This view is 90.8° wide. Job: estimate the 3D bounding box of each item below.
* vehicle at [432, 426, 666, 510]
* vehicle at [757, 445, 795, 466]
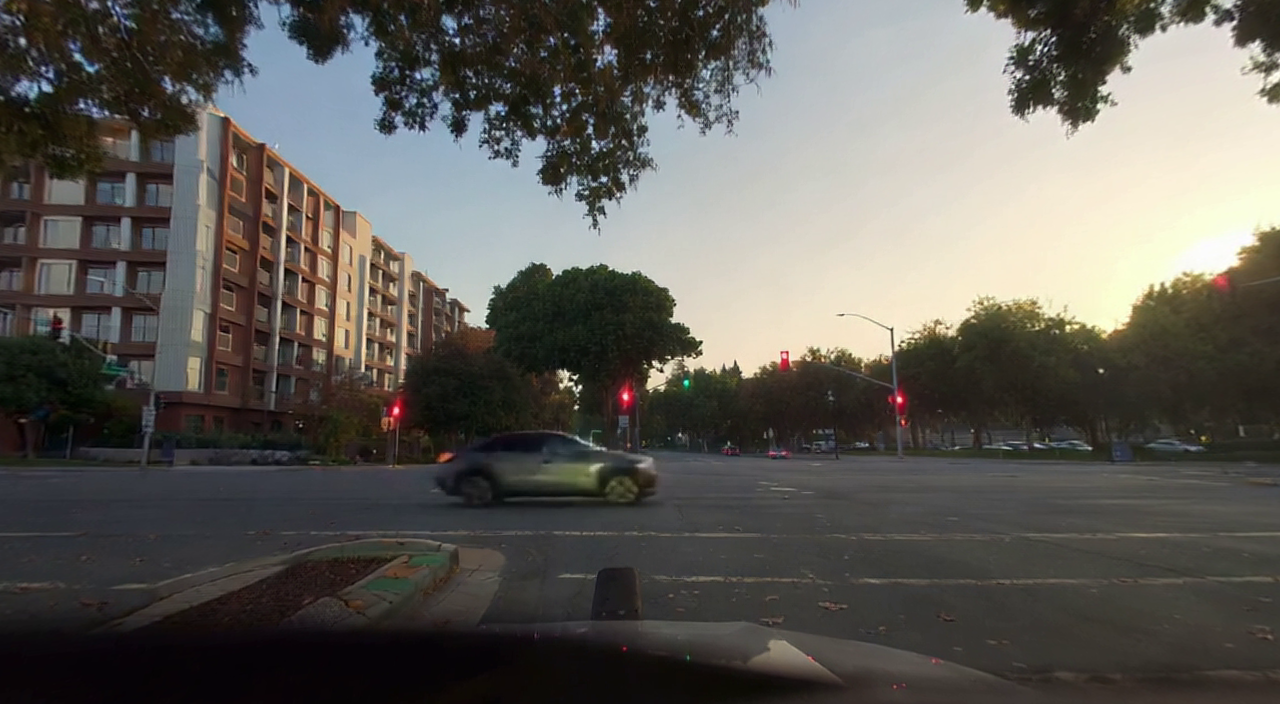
[{"bbox_3d":[-1.974,2.578,14.365,4.853,1.719,1.986,1,-8,-6],"label":"vehicle"},{"bbox_3d":[9.986,7.652,46.803,2.043,1.454,4.424,-1,-8,3],"label":"vehicle"}]
